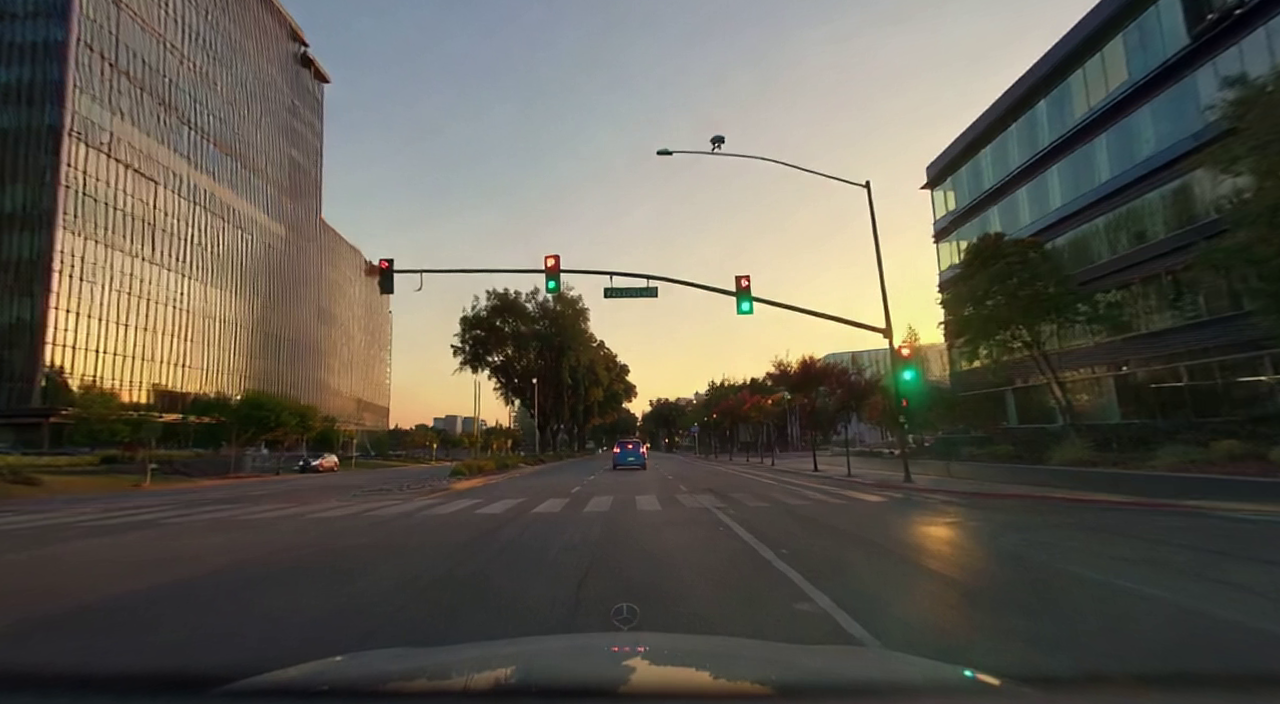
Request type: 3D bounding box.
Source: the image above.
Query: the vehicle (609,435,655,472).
[{"bbox_3d":[-0.431,5.468,34.164,2.313,1.860,4.319,0,-9,-1],"label":"vehicle"}]
